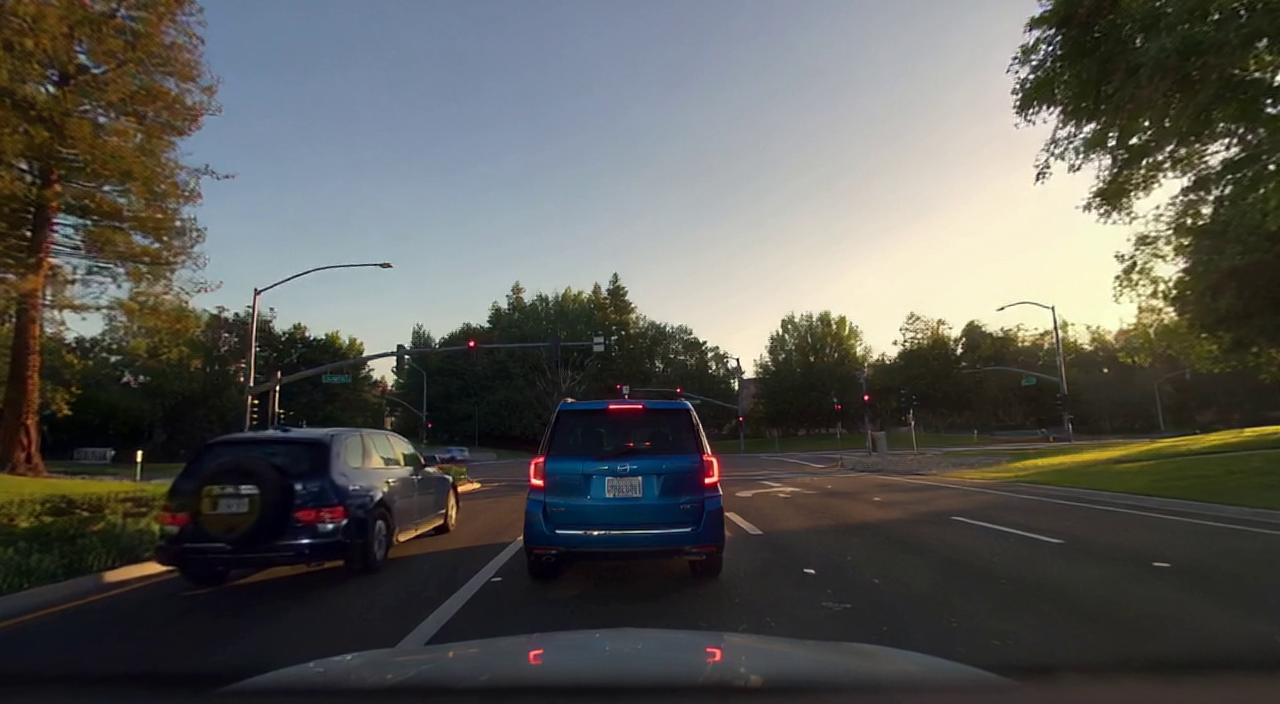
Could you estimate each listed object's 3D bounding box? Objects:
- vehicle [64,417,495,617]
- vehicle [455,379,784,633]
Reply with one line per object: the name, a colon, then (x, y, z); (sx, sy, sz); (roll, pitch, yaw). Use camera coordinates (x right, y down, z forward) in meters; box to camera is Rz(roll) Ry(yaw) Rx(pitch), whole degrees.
vehicle: (-3.333, 1.636, 7.425); (2.061, 1.504, 5.142); (0, -8, 0)
vehicle: (-0.169, 1.380, 6.573); (2.298, 1.770, 4.138); (0, -8, -1)
